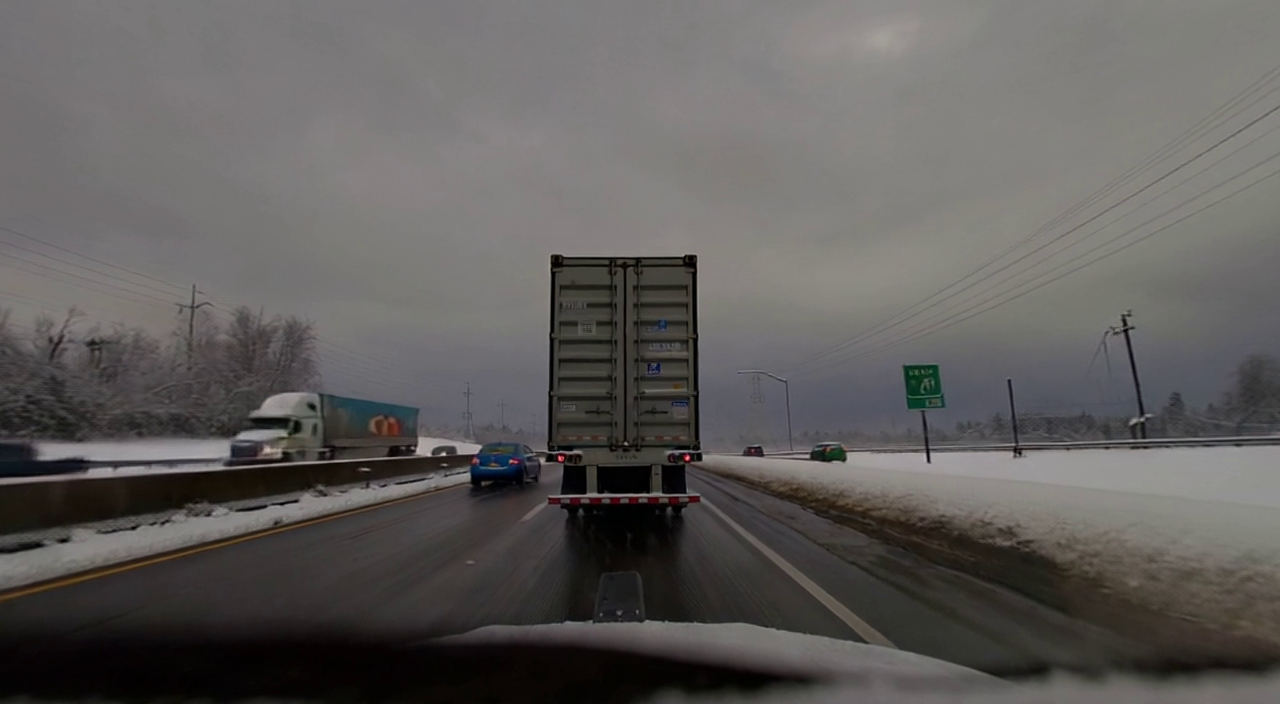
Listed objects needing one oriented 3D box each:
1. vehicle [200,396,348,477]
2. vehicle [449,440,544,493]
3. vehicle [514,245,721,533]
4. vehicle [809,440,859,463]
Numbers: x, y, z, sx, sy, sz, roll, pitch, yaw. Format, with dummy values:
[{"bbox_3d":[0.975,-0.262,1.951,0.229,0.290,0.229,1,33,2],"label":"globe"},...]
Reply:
[{"bbox_3d":[-16.526,3.947,29.263,2.949,3.275,6.439,-1,-9,0],"label":"vehicle"},{"bbox_3d":[-4.434,3.598,20.333,1.993,1.475,4.540,-1,-9,0],"label":"vehicle"},{"bbox_3d":[-0.333,1.354,14.941,2.841,4.071,12.046,-1,-9,0],"label":"vehicle"},{"bbox_3d":[13.455,6.928,44.136,2.020,1.546,4.336,0,-9,-2],"label":"vehicle"}]
